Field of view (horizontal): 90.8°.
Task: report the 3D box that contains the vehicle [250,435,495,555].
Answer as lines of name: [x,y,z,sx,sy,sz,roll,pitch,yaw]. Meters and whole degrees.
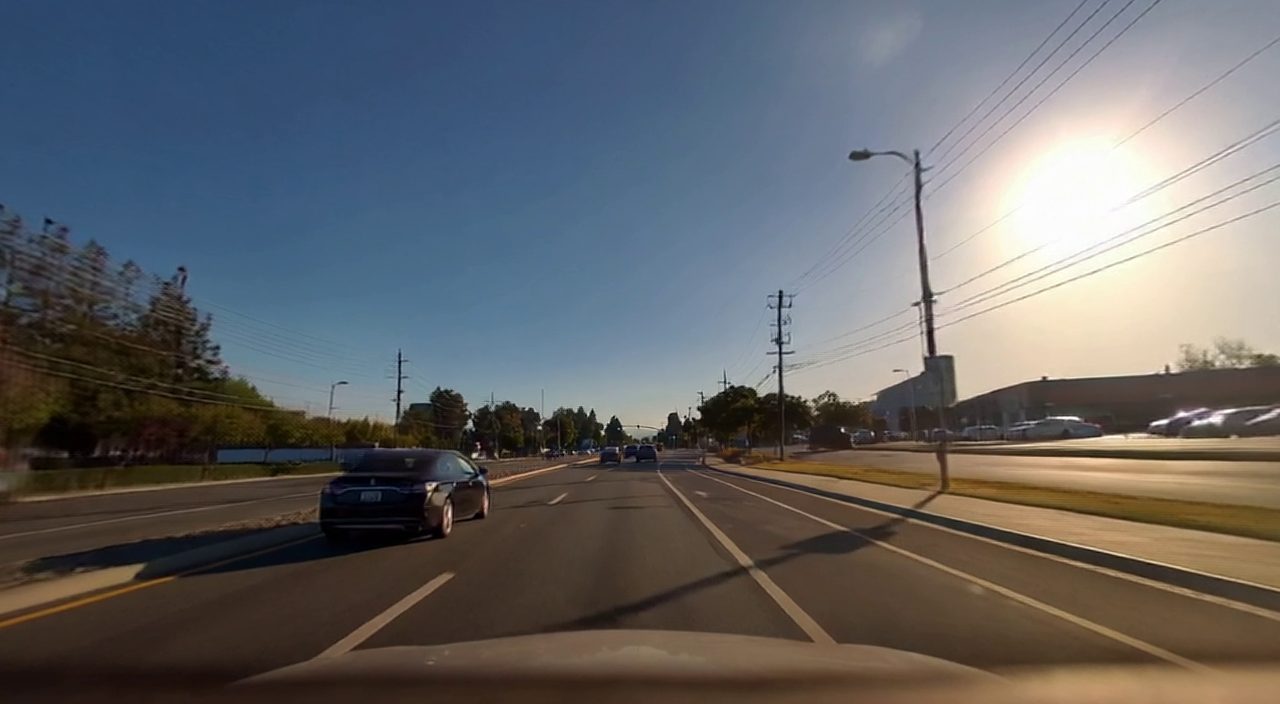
vehicle: [-3.898,2.139,10.300,1.928,1.488,4.635,0,-8,1]
